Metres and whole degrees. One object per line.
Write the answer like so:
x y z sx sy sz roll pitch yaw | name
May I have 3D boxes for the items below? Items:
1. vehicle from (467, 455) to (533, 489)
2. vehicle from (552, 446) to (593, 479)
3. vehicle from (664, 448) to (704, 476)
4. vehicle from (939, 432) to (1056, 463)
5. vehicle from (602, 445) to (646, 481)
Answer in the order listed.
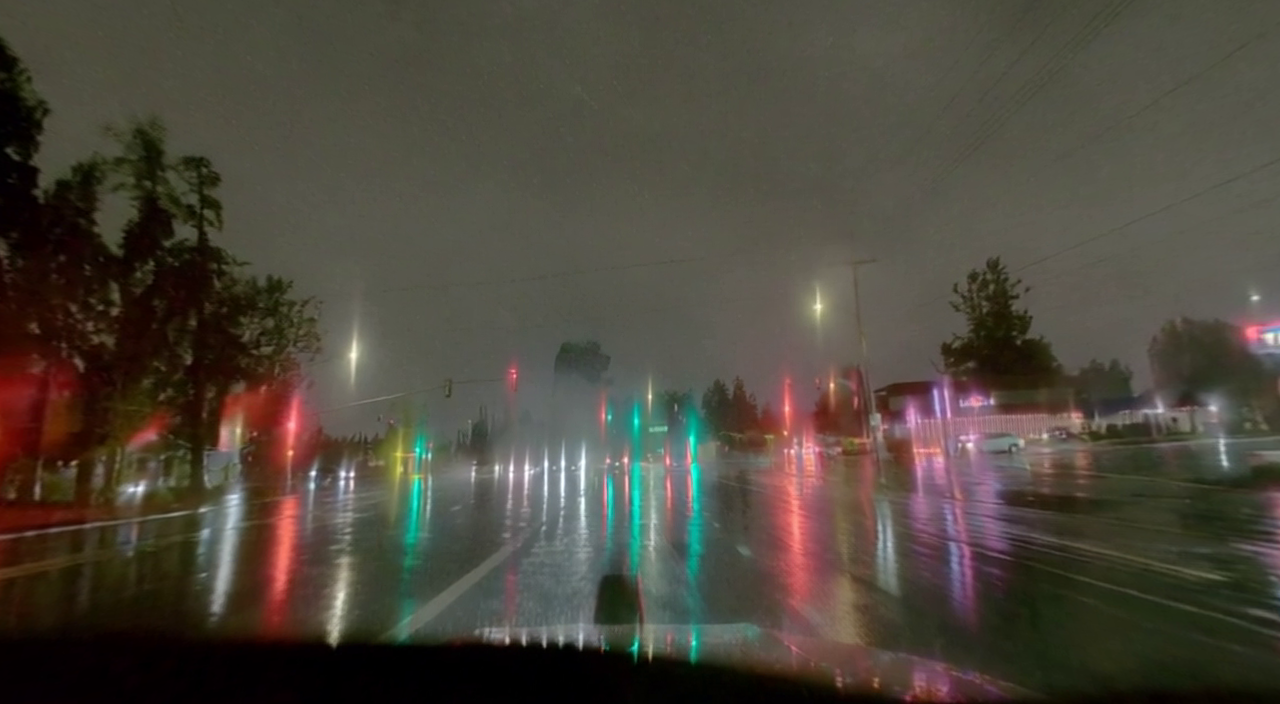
-6.333 5.467 28.973 2.033 1.442 4.668 0 -9 -1 | vehicle
-3.999 6.611 37.840 2.139 1.851 3.970 0 -9 -2 | vehicle
2.762 7.042 40.429 2.103 1.647 4.318 0 -9 -2 | vehicle
18.011 4.850 31.859 4.660 1.462 2.034 0 -9 0 | vehicle
-0.782 5.808 33.031 2.146 1.742 4.095 0 -9 0 | vehicle
